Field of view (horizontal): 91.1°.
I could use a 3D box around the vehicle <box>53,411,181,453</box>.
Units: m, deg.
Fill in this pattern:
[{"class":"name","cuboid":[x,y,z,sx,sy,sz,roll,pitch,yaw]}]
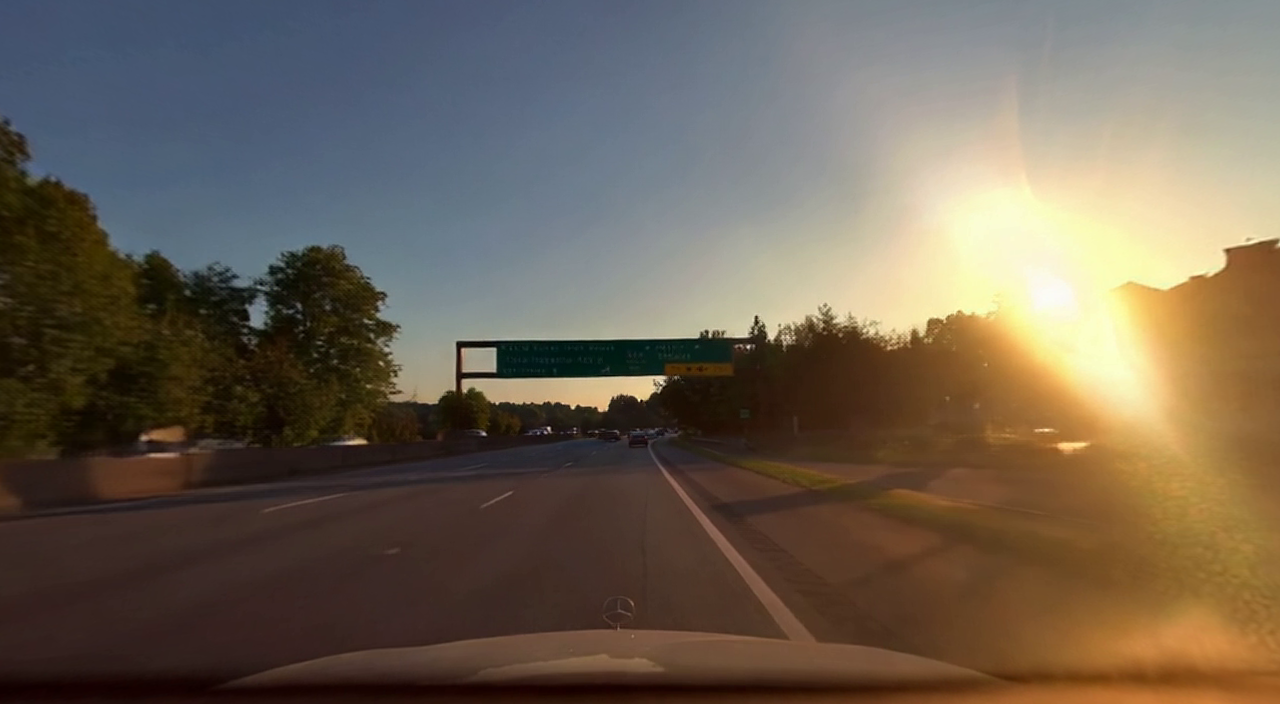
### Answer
[{"class":"vehicle","cuboid":[-20.441,3.173,24.802,1.694,1.520,3.886,0,-8,0]}]
